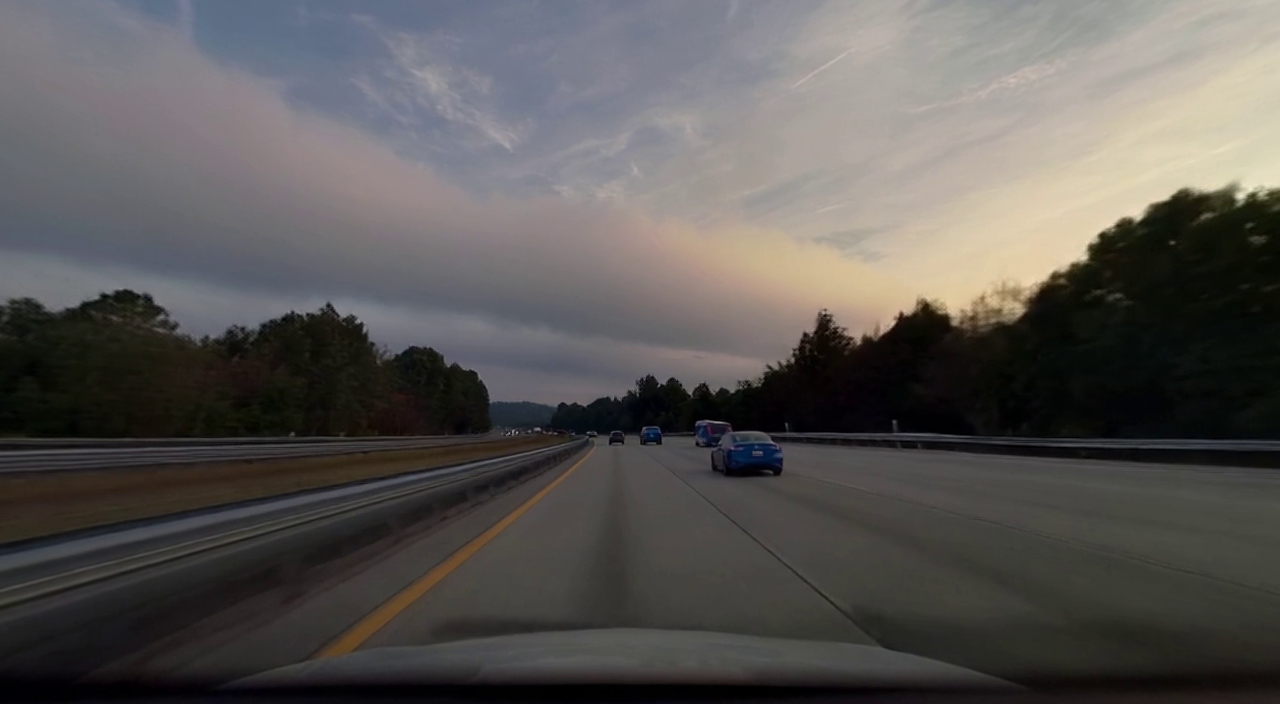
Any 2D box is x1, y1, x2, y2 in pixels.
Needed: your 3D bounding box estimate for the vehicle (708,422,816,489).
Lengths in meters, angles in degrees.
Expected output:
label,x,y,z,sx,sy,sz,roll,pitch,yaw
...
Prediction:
label,x,y,z,sx,sy,sz,roll,pitch,yaw
vehicle,3.128,2.726,17.004,2.002,1.569,3.845,0,-8,-2
